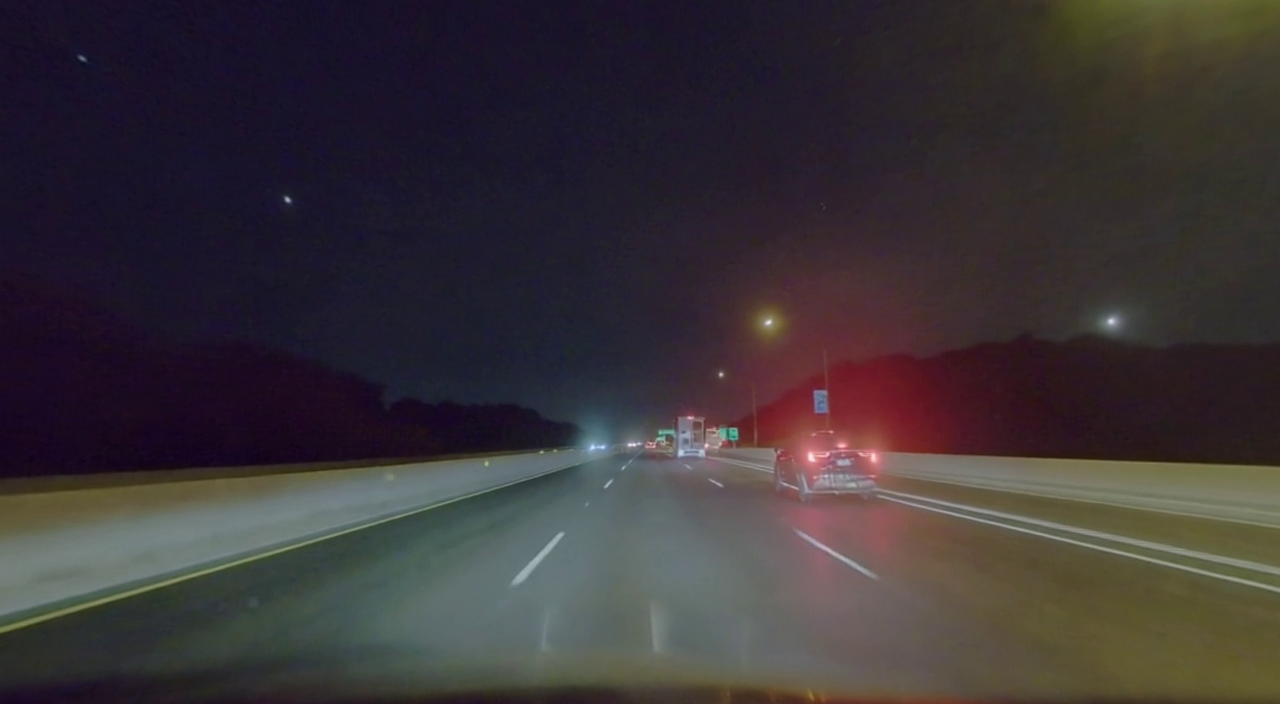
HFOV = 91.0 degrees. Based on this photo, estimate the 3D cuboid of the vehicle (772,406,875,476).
[{"bbox_3d":[7.973,4.002,28.400,2.474,2.730,7.349,0,-8,0],"label":"vehicle"}]
